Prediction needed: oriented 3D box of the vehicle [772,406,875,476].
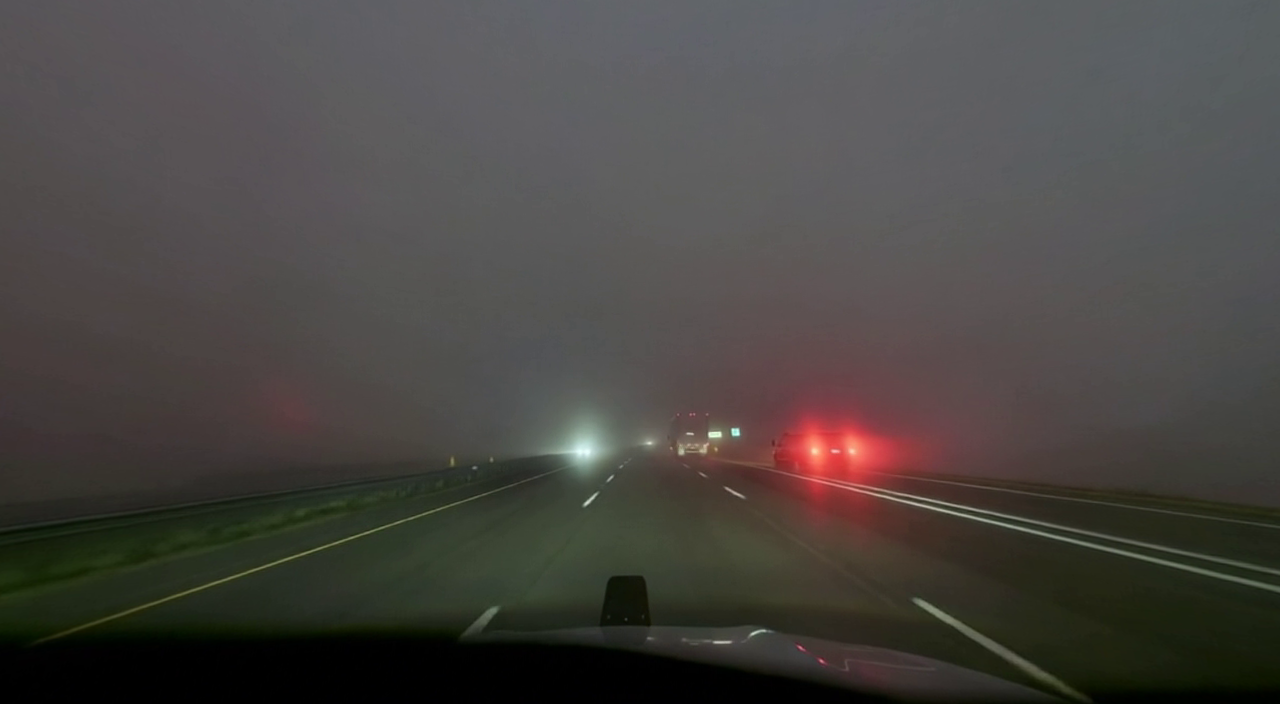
[{"bbox_3d":[7.973,4.002,28.400,2.474,2.730,7.349,0,-8,0],"label":"vehicle"}]
